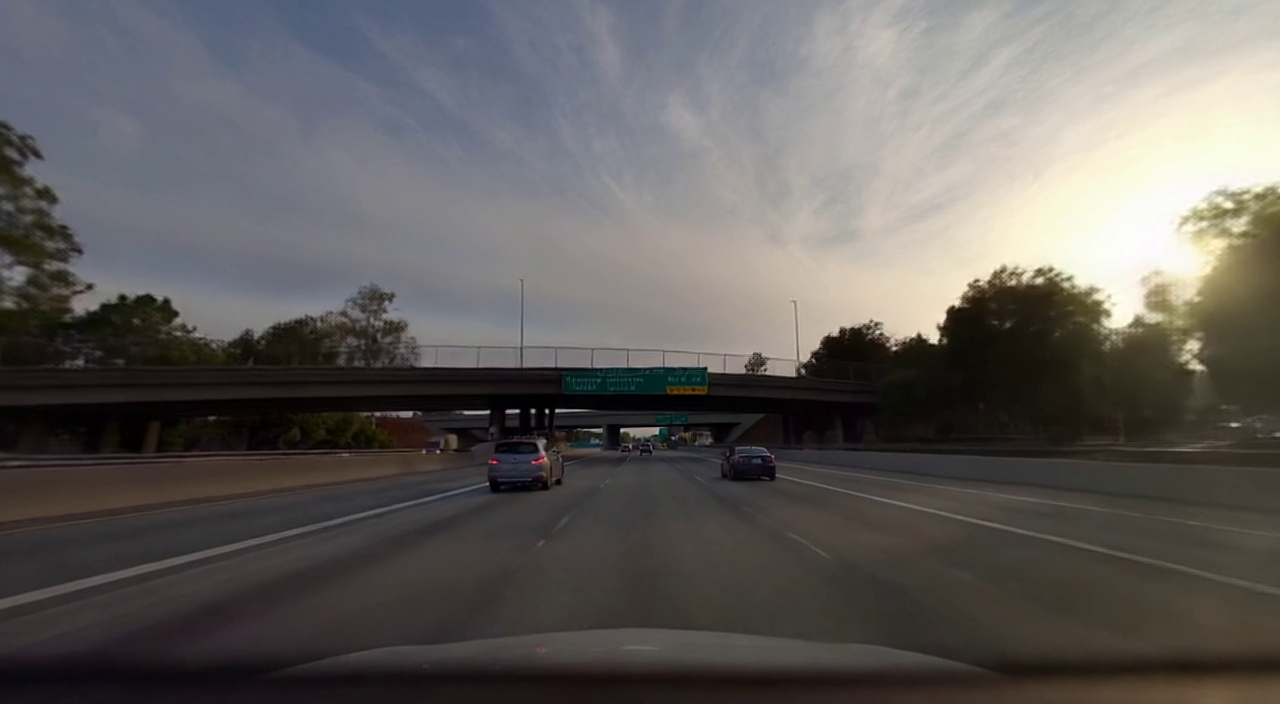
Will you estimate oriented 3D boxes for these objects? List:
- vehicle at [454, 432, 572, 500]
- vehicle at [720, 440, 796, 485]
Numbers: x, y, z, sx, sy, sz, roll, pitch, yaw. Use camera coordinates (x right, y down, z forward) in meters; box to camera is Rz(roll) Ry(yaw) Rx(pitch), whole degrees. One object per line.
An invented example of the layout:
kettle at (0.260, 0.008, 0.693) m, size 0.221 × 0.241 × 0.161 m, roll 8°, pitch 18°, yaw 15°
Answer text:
vehicle at (-3.489, 3.254, 18.441) m, size 2.259 × 1.706 × 4.924 m, roll 0°, pitch -8°, yaw 2°
vehicle at (4.235, 4.032, 23.289) m, size 1.908 × 1.483 × 4.259 m, roll 0°, pitch -8°, yaw -1°
